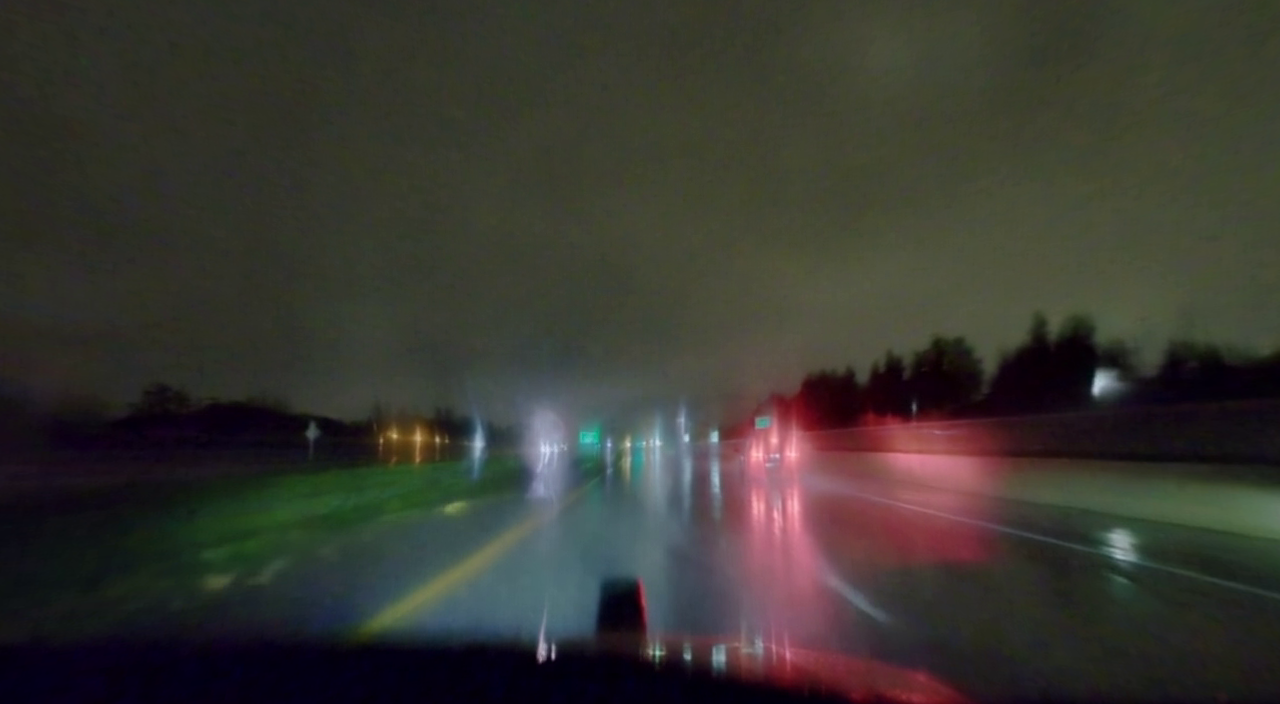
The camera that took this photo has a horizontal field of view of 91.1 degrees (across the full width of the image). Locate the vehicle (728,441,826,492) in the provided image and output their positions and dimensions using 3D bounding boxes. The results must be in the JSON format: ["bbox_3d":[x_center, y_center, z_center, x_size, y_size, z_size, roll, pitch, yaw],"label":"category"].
[{"bbox_3d":[4.154,3.527,19.809,2.124,1.405,4.398,0,-8,0],"label":"vehicle"}]
